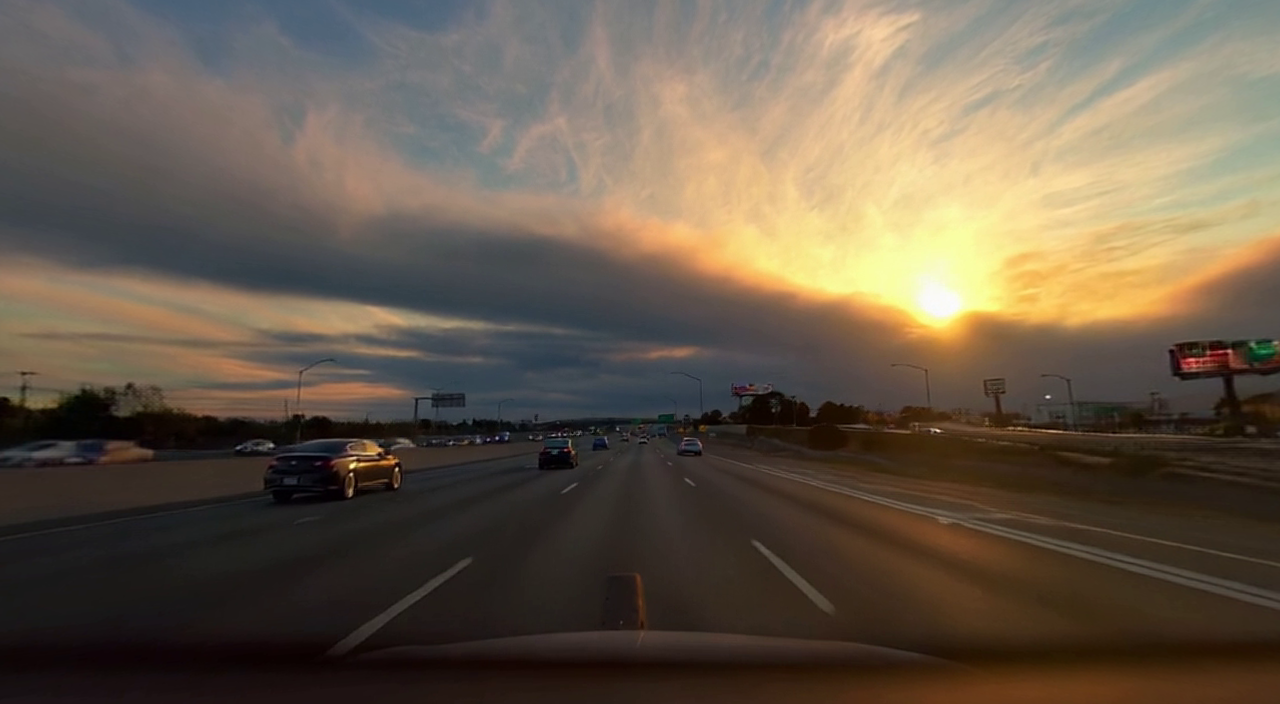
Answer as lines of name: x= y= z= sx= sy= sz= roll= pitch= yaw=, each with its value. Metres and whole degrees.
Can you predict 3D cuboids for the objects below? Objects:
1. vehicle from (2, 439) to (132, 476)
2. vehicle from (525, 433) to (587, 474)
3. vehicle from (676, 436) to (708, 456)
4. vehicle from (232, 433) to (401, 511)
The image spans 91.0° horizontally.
vehicle: x=-27.051 y=4.990 z=29.960 sx=1.943 sy=1.590 sz=4.436 roll=0 pitch=-9 yaw=0
vehicle: x=-3.462 y=4.289 z=26.766 sx=2.001 sy=1.577 sz=4.055 roll=0 pitch=-9 yaw=1
vehicle: x=4.055 y=7.449 z=49.813 sx=2.135 sy=1.532 sz=4.506 roll=0 pitch=-9 yaw=0
vehicle: x=-7.156 y=2.670 z=14.413 sx=1.865 sy=1.518 sz=3.620 roll=0 pitch=-9 yaw=1
